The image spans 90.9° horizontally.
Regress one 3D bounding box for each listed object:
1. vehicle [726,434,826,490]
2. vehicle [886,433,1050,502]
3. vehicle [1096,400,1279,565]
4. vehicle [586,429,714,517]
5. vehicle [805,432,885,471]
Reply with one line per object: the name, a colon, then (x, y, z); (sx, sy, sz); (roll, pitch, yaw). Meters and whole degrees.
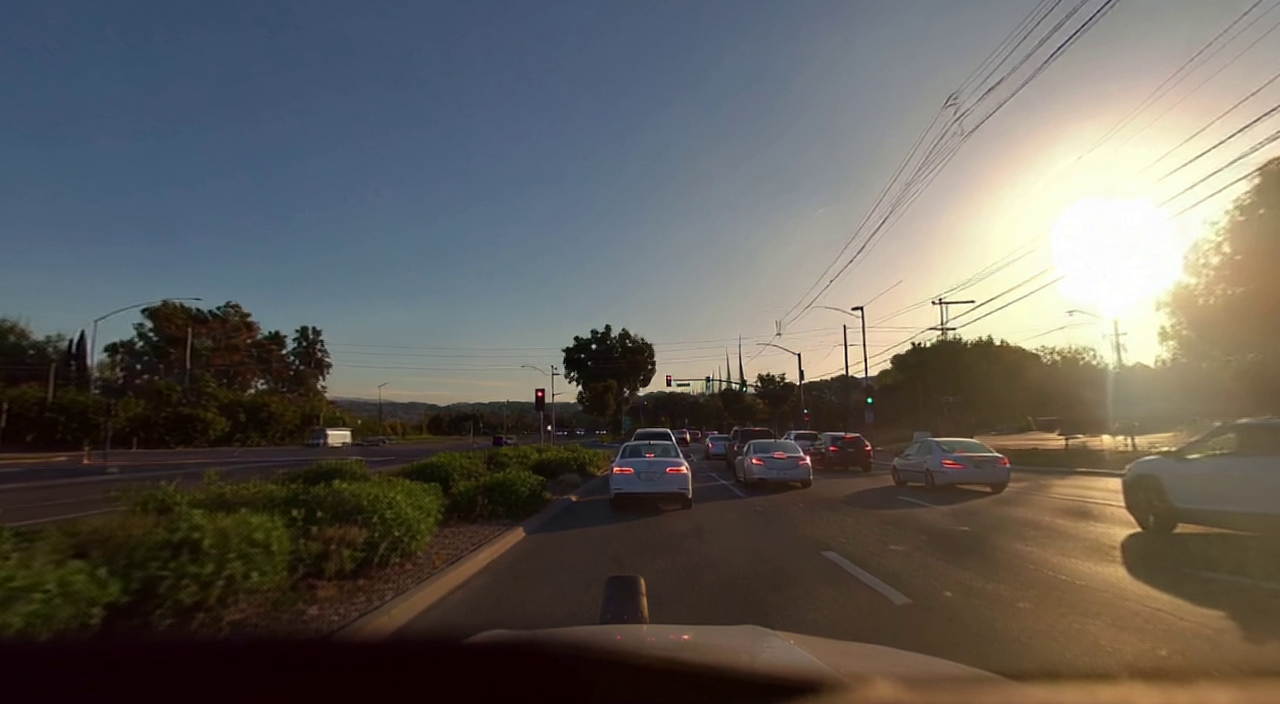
vehicle: (3.882, 3.221, 18.847); (2.028, 1.454, 4.531); (0, -8, 1)
vehicle: (8.067, 2.867, 16.097); (1.905, 1.483, 4.469); (-1, -8, 2)
vehicle: (8.187, 1.474, 7.206); (2.195, 1.802, 5.051); (0, -8, 1)
vehicle: (0.202, 2.422, 13.168); (2.208, 1.498, 4.401); (0, -8, 1)
vehicle: (8.794, 4.316, 27.502); (1.966, 1.536, 4.666); (0, -8, 1)
